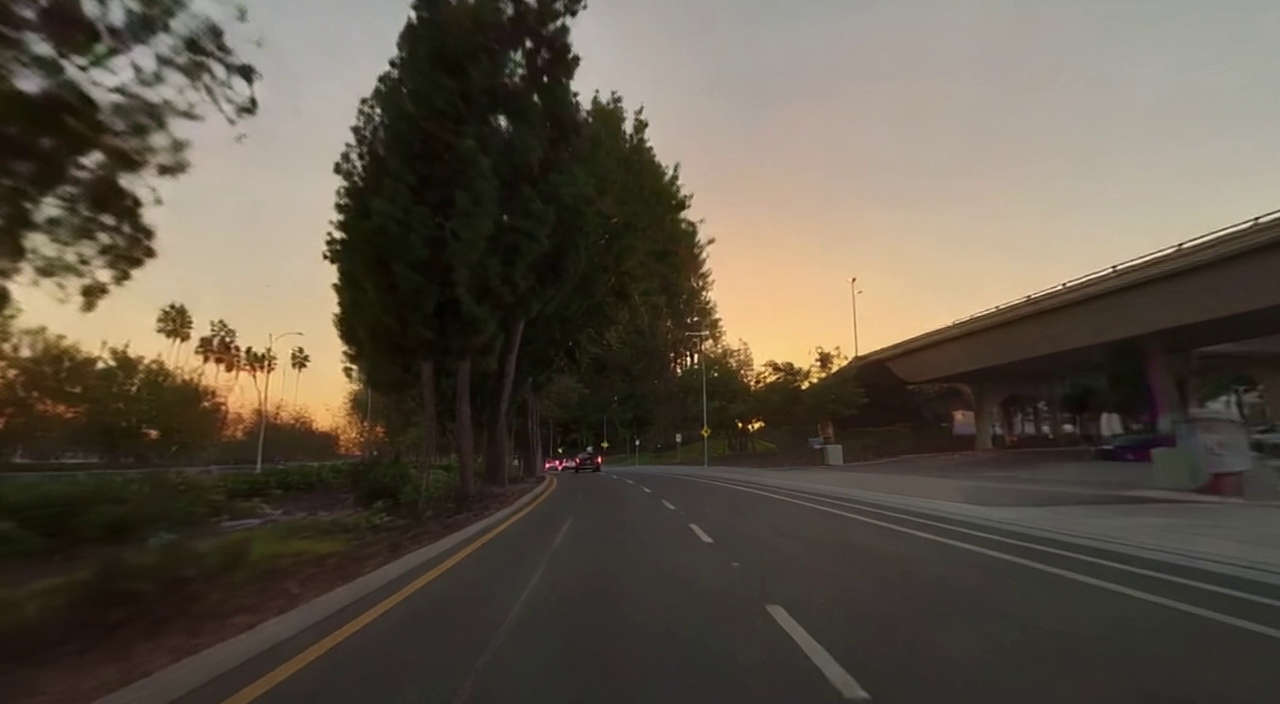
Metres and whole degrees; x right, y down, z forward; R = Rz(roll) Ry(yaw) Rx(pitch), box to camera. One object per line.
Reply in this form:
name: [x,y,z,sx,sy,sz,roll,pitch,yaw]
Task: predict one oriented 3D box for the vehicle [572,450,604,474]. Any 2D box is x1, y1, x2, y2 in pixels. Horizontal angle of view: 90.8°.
vehicle: [-4.030,8.394,48.402,2.184,1.713,4.231,1,-9,-9]
